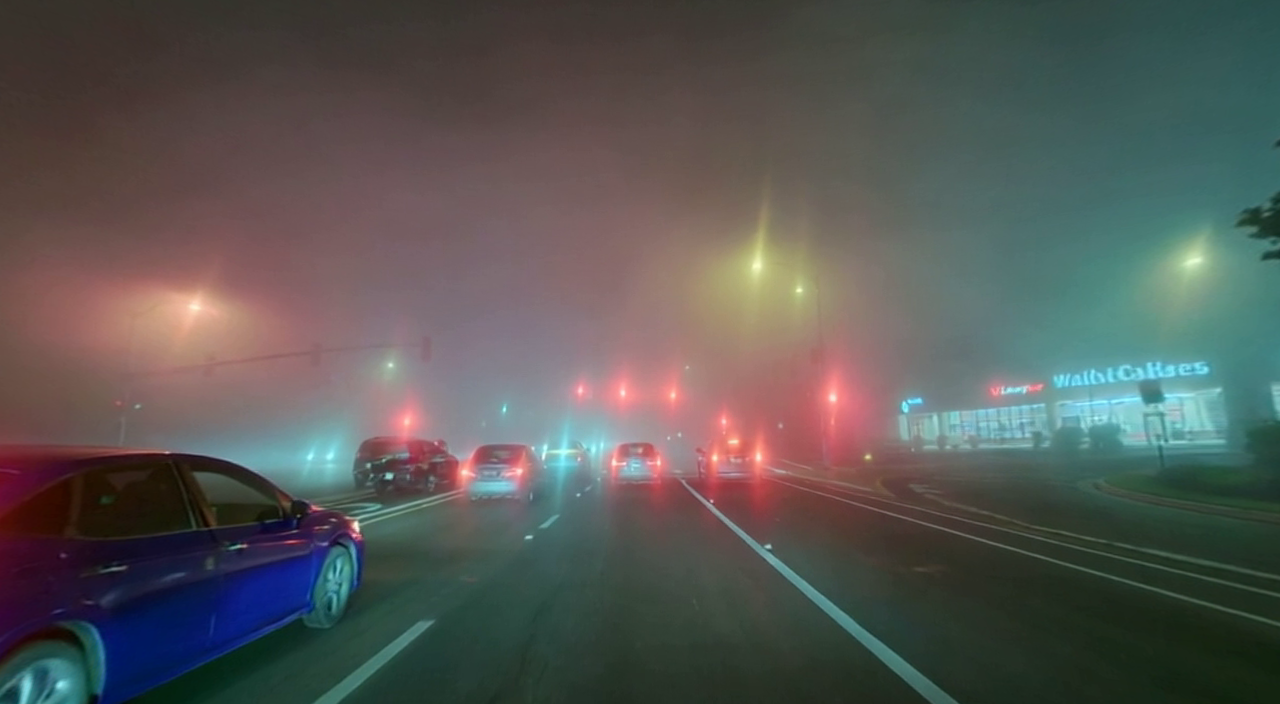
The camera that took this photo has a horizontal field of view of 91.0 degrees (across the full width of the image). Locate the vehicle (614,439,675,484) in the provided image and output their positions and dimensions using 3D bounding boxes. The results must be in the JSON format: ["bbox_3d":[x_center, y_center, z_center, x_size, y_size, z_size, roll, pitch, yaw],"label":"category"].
[{"bbox_3d":[0.182,4.017,23.318,2.032,1.499,3.994,0,-9,1],"label":"vehicle"}]

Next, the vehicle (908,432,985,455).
[{"bbox_3d":[23.386,7.000,48.125,4.781,1.700,1.986,0,-9,1],"label":"vehicle"}]

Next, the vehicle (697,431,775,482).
[{"bbox_3d":[3.404,3.844,23.326,2.076,1.691,4.402,0,-9,-2],"label":"vehicle"}]

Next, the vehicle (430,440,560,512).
[{"bbox_3d":[-3.302,2.922,15.310,2.014,1.472,4.357,0,-9,2],"label":"vehicle"}]

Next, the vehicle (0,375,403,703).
[{"bbox_3d":[-3.108,0.942,2.621,2.249,1.517,4.951,0,-9,1],"label":"vehicle"}]

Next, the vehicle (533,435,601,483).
[{"bbox_3d":[-2.770,4.184,24.841,2.072,1.694,4.070,0,-9,2],"label":"vehicle"}]
